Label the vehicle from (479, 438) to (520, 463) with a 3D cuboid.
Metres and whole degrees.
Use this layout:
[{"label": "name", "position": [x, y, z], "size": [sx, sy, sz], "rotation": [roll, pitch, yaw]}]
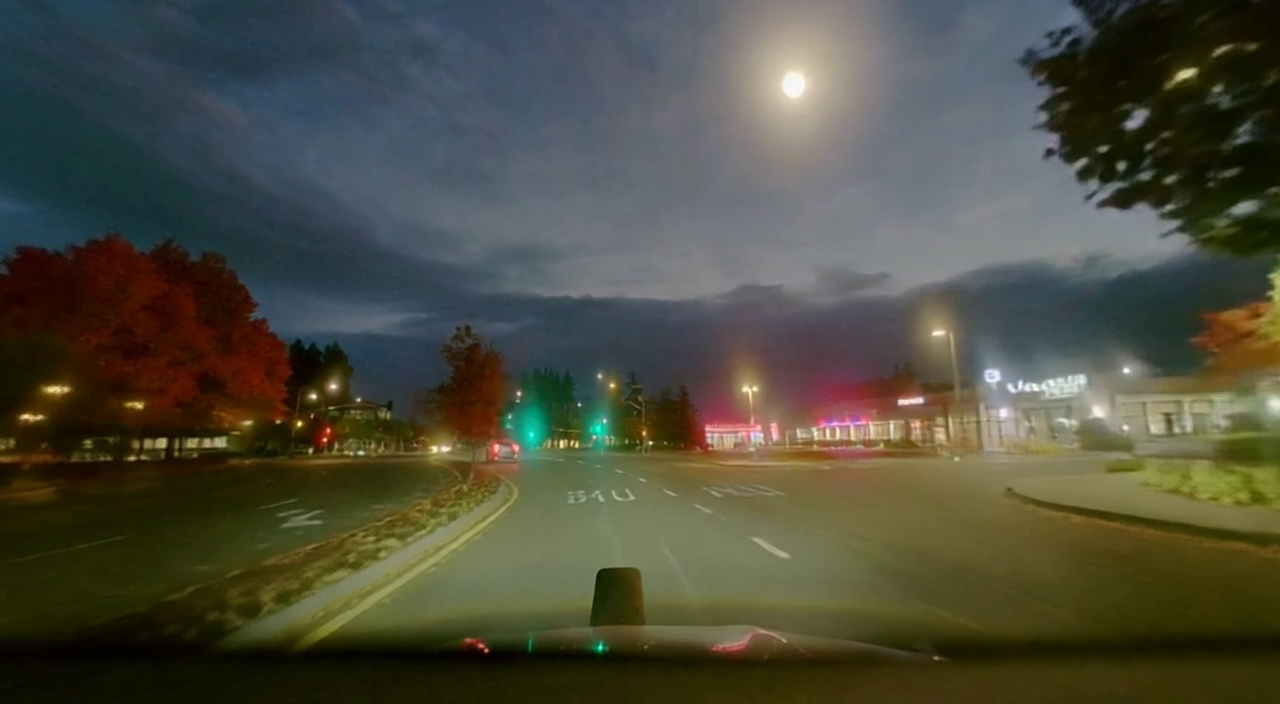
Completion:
[{"label": "vehicle", "position": [-9.205, 6.455, 41.042], "size": [2.018, 1.512, 4.304], "rotation": [4, -10, -20]}]
